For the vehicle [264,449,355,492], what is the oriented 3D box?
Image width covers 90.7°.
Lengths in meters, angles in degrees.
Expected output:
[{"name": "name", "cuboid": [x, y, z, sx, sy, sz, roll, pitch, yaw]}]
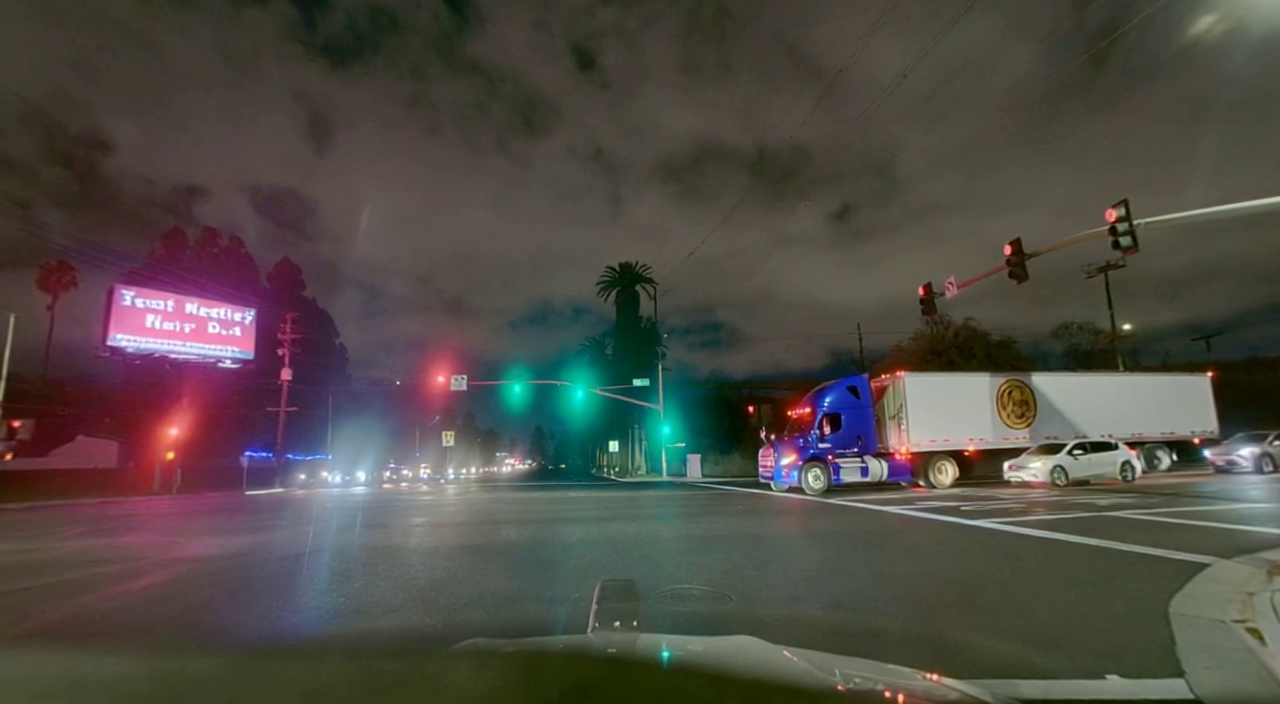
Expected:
[{"name": "vehicle", "cuboid": [-21.850, 7.836, 42.274, 2.989, 2.573, 6.053, 0, -9, -2]}]

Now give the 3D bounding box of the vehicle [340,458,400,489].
[{"name": "vehicle", "cuboid": [-17.455, 7.848, 41.181, 2.028, 1.744, 4.876, 0, -9, -4]}]

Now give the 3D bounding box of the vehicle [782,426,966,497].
[{"name": "vehicle", "cuboid": [7.603, 3.593, 20.835, 5.079, 1.893, 2.200, -2, -10, -10]}]

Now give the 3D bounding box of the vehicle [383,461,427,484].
[{"name": "vehicle", "cuboid": [-18.251, 9.377, 49.367, 1.834, 1.521, 4.970, 0, -9, -4]}]

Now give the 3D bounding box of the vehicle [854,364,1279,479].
[{"name": "vehicle", "cuboid": [17.472, 2.849, 25.727, 17.071, 4.151, 2.876, 1, -9, -9]}]

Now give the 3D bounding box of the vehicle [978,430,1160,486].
[{"name": "vehicle", "cuboid": [14.591, 3.632, 21.683, 4.958, 1.510, 1.949, -2, -10, -8]}]

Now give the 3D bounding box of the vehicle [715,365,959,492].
[{"name": "vehicle", "cuboid": [7.281, 2.904, 24.058, 8.167, 4.352, 3.029, 1, -9, -9]}]
